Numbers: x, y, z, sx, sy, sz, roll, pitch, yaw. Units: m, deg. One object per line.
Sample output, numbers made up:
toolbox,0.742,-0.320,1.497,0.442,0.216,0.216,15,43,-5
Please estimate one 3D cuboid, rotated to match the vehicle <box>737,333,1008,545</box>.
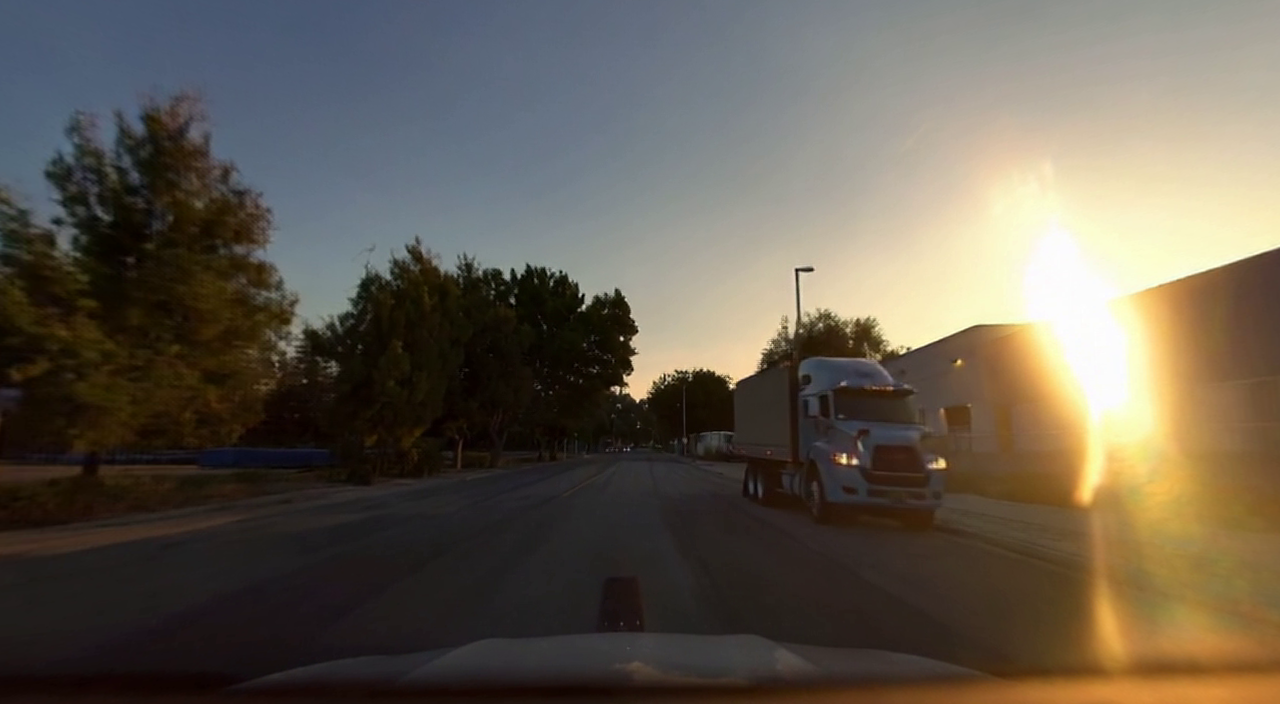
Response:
vehicle,4.097,1.804,13.050,3.019,3.303,6.252,0,-9,-1
